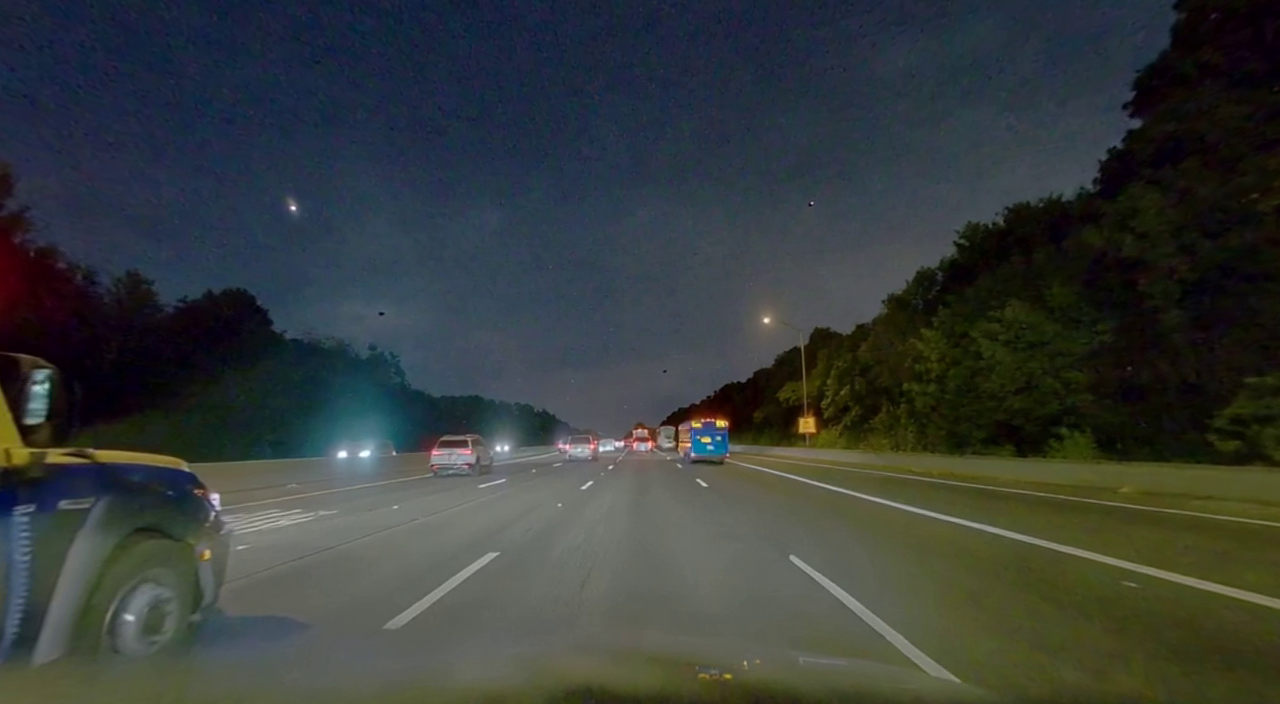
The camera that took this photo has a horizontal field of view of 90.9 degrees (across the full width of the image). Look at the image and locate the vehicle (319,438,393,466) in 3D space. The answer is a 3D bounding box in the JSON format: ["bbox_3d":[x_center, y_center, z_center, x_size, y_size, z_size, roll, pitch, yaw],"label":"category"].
[{"bbox_3d":[-18.960,6.726,42.486,2.484,1.728,5.420,0,-8,-1],"label":"vehicle"}]

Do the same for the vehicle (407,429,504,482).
[{"bbox_3d":[-7.108,4.048,24.954,2.217,1.870,5.075,0,-8,1],"label":"vehicle"}]

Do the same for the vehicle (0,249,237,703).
[{"bbox_3d":[-3.576,0.374,0.621,2.401,1.977,5.888,0,-8,1],"label":"vehicle"}]

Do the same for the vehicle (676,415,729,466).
[{"bbox_3d":[3.761,5.536,39.321,2.573,2.828,6.754,0,-8,0],"label":"vehicle"}]

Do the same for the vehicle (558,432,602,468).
[{"bbox_3d":[-3.351,5.579,36.043,2.016,1.898,4.458,0,-8,1],"label":"vehicle"}]
